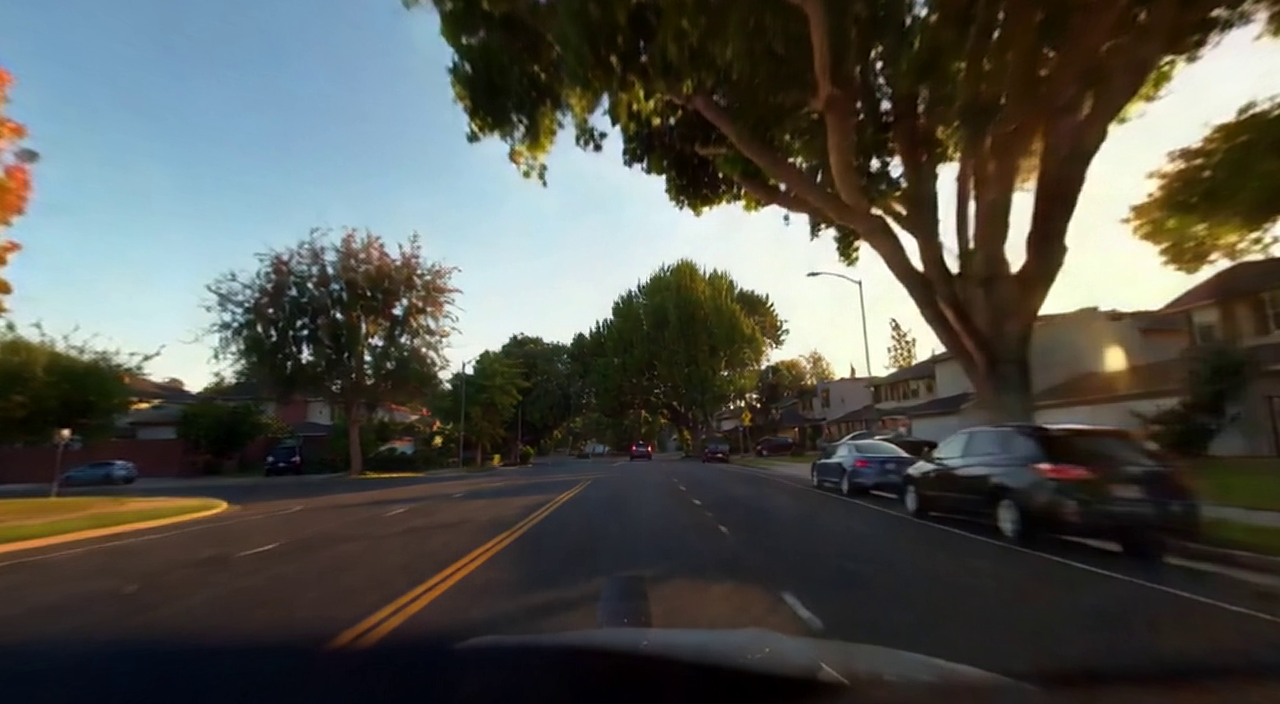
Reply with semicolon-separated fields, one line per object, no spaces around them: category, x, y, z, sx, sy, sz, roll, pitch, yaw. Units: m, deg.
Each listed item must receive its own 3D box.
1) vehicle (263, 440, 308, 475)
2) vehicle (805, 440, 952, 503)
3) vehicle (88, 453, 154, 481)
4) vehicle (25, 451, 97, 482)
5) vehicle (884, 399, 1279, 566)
vehicle;-23.481;6.959;41.874;2.083;2.113;4.490;4;-9;-23
vehicle;6.440;3.259;17.771;2.235;1.515;4.782;0;-8;-1
vehicle;-31.442;6.937;38.342;1.866;1.484;4.553;4;-9;-24
vehicle;-34.038;6.701;37.189;1.934;1.689;3.999;4;-9;-26
vehicle;6.569;1.938;10.275;2.878;1.927;5.774;0;-8;0
